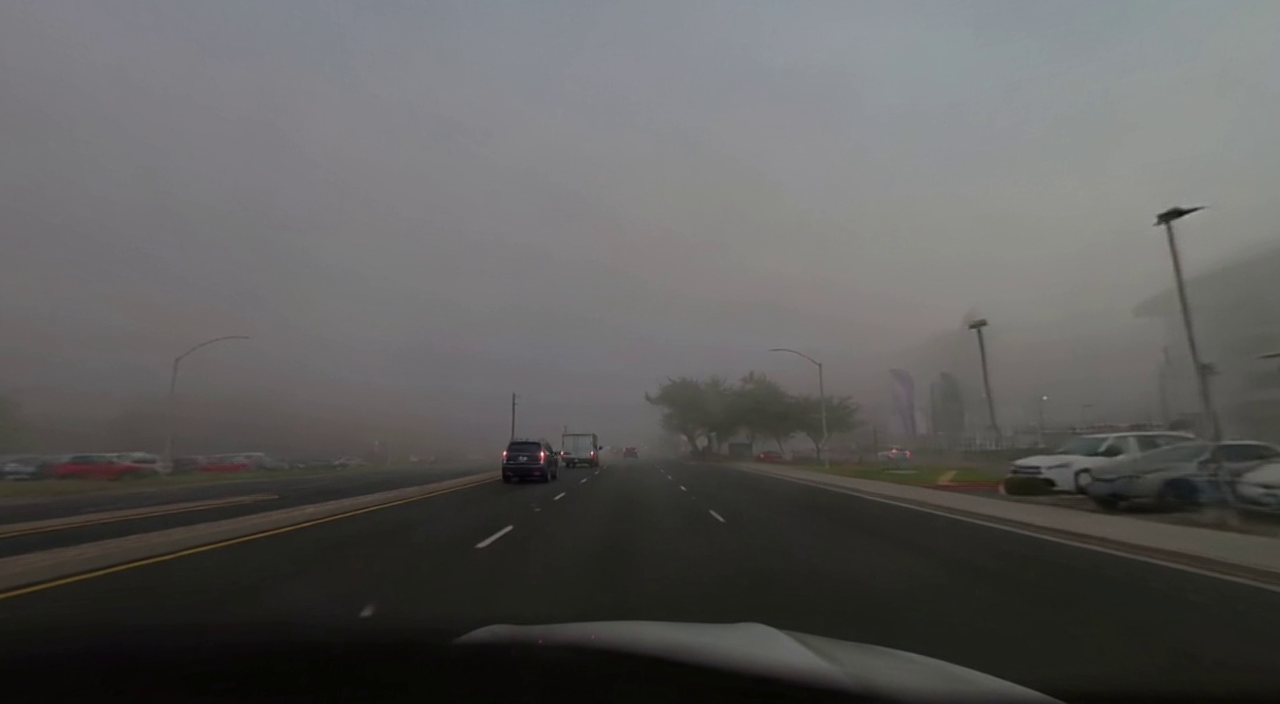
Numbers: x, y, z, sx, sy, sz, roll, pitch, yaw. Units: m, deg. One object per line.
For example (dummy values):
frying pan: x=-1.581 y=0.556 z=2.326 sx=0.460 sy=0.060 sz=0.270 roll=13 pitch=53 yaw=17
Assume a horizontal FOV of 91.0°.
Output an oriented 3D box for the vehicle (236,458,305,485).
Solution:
vehicle: x=-22.964 y=7.415 z=39.291 sx=1.858 sy=1.530 sz=4.044 roll=0 pitch=-9 yaw=0

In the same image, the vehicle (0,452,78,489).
vehicle: x=-33.072 y=6.135 z=32.778 sx=5.432 sy=1.801 sz=2.152 roll=0 pitch=-9 yaw=1

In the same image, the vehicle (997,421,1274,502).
vehicle: x=12.793 y=2.858 z=16.525 sx=5.500 sy=1.749 sz=2.057 roll=-2 pitch=-9 yaw=-3

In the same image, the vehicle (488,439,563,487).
vehicle: x=-4.336 y=4.262 z=24.535 sx=2.109 sy=1.672 sz=4.256 roll=0 pitch=-9 yaw=0
